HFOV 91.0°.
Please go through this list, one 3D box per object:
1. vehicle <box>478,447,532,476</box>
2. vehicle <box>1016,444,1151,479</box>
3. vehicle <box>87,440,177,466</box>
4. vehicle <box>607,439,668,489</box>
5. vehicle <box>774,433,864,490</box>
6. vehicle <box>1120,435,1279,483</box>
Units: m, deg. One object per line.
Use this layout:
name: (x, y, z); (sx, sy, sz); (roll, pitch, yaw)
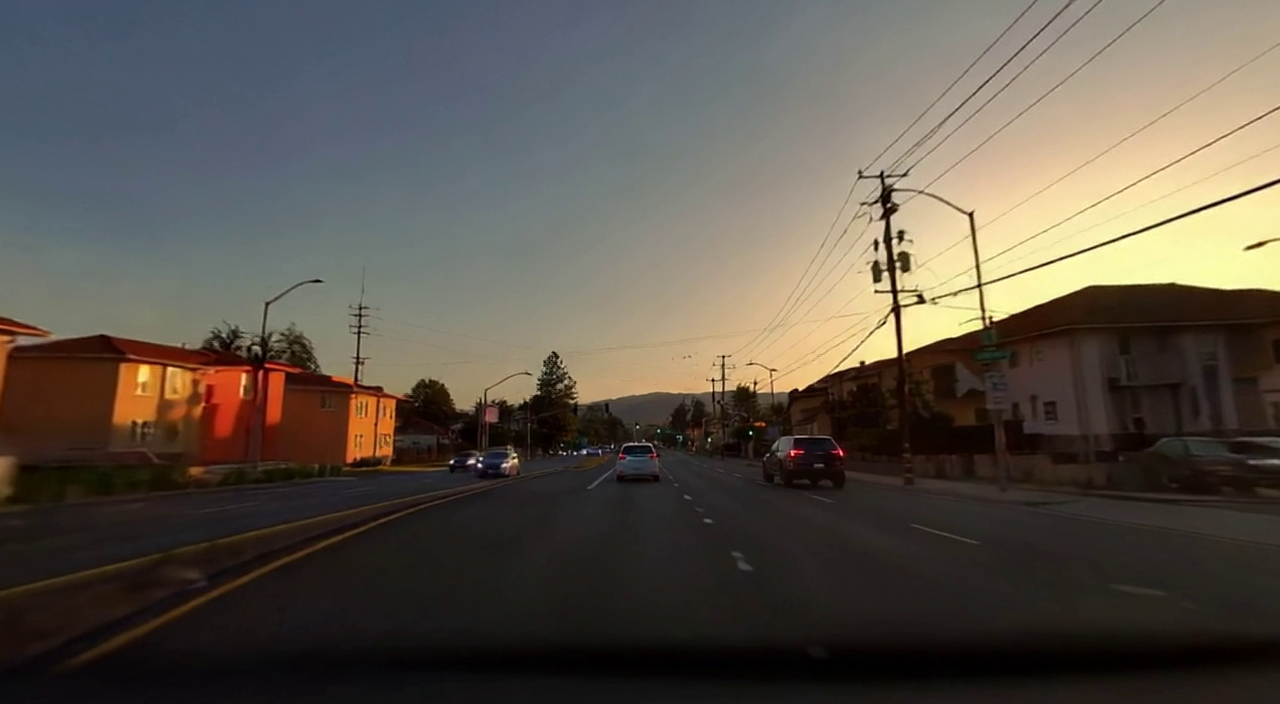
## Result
vehicle: (-7.518, 6.140, 35.555); (2.056, 1.522, 4.292); (0, -9, 1)
vehicle: (18.712, 4.626, 26.709); (4.165, 1.386, 1.999); (0, -9, 0)
vehicle: (-38.852, 7.744, 48.427); (2.135, 1.897, 5.780); (0, -8, 0)
vehicle: (-0.091, 4.261, 24.243); (2.138, 1.702, 4.168); (0, -9, 0)
vehicle: (6.540, 4.061, 23.596); (2.061, 1.889, 4.268); (0, -9, 0)
vehicle: (19.114, 3.571, 21.091); (4.415, 1.519, 1.907); (0, -9, 2)
